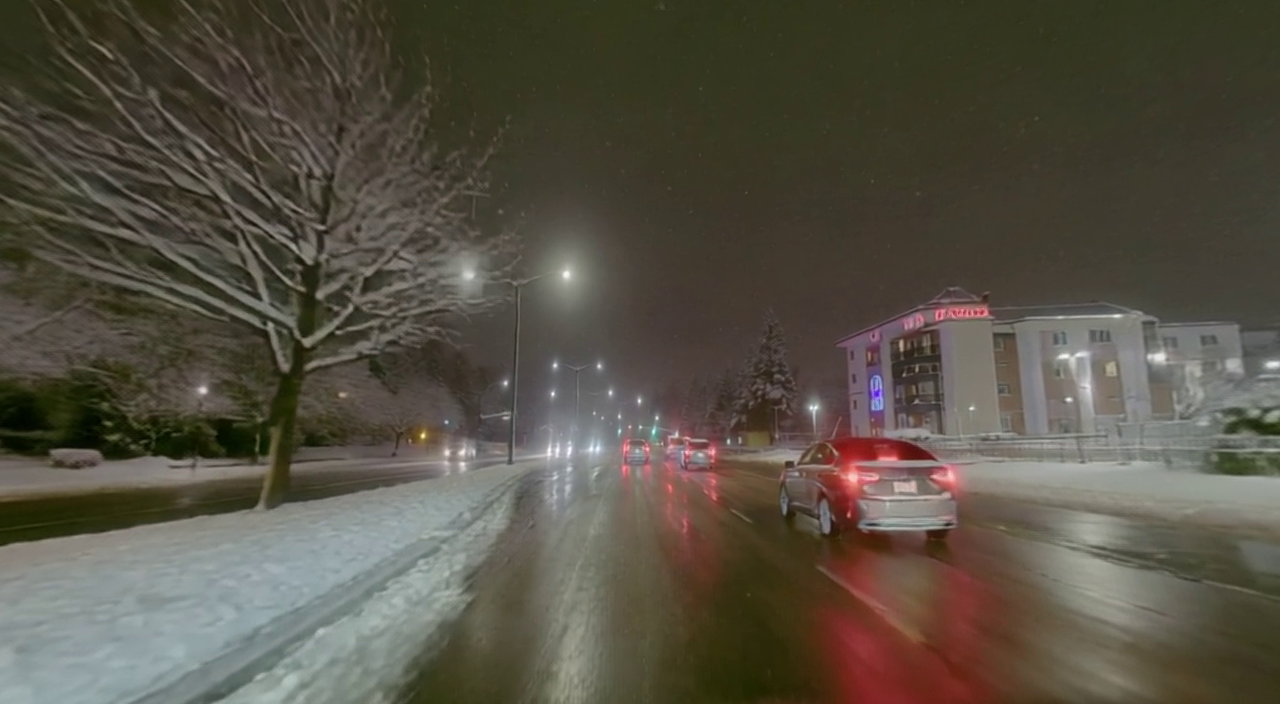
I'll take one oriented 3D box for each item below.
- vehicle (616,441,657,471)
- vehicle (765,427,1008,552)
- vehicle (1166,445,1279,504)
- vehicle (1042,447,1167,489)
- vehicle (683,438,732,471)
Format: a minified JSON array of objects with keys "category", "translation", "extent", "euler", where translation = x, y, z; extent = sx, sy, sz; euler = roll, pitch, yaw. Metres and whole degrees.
[{"category":"vehicle","translation":[-0.234,5.540,33.875],"extent":[2.095,1.456,3.873],"euler":[0,-8,-2]},{"category":"vehicle","translation":[3.518,2.043,10.198],"extent":[1.953,1.514,4.672],"euler":[0,-8,-1]},{"category":"vehicle","translation":[17.595,3.437,18.162],"extent":[4.044,1.487,1.977],"euler":[3,-9,-22]},{"category":"vehicle","translation":[17.625,4.353,23.975],"extent":[4.099,1.413,1.978],"euler":[4,-9,-25]},{"category":"vehicle","translation":[3.528,5.472,33.881],"extent":[2.041,1.611,4.426],"euler":[0,-8,-1]}]
